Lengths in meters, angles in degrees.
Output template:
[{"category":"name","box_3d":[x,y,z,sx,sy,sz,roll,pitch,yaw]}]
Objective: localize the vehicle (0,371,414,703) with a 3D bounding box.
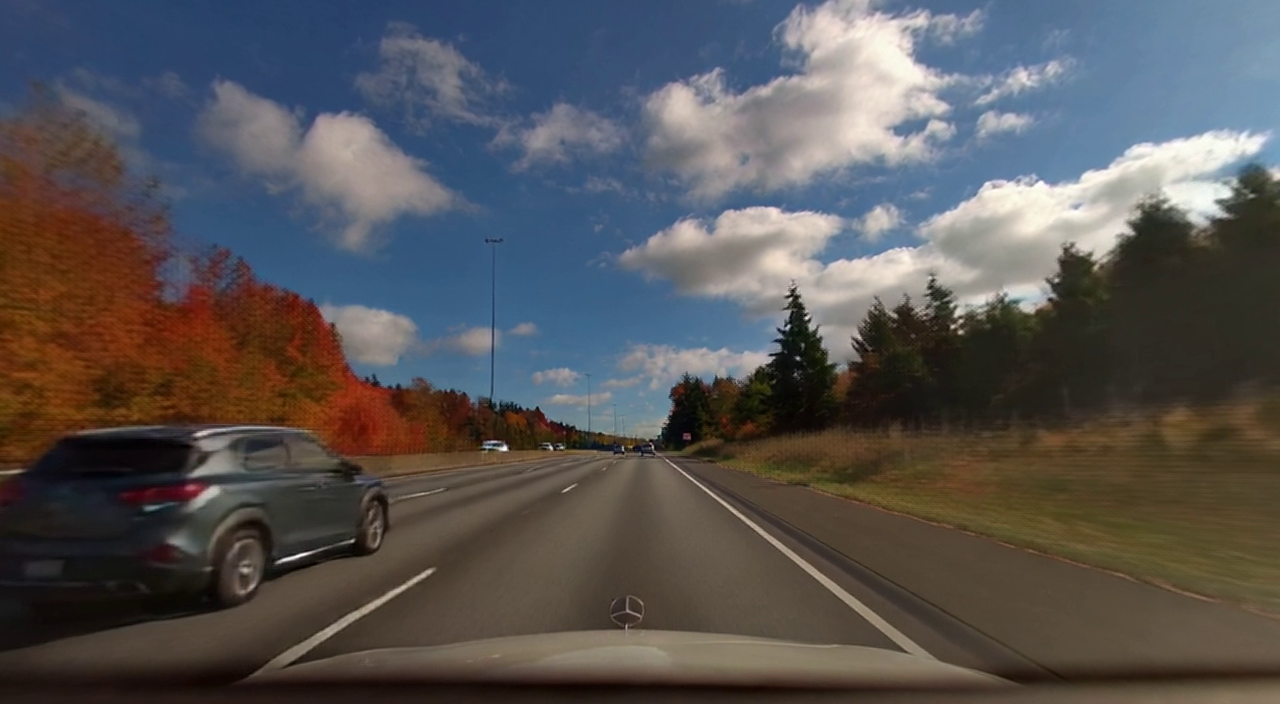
[{"category":"vehicle","box_3d":[-3.622,1.196,4.778,2.061,1.572,4.814,0,-8,-1]}]
